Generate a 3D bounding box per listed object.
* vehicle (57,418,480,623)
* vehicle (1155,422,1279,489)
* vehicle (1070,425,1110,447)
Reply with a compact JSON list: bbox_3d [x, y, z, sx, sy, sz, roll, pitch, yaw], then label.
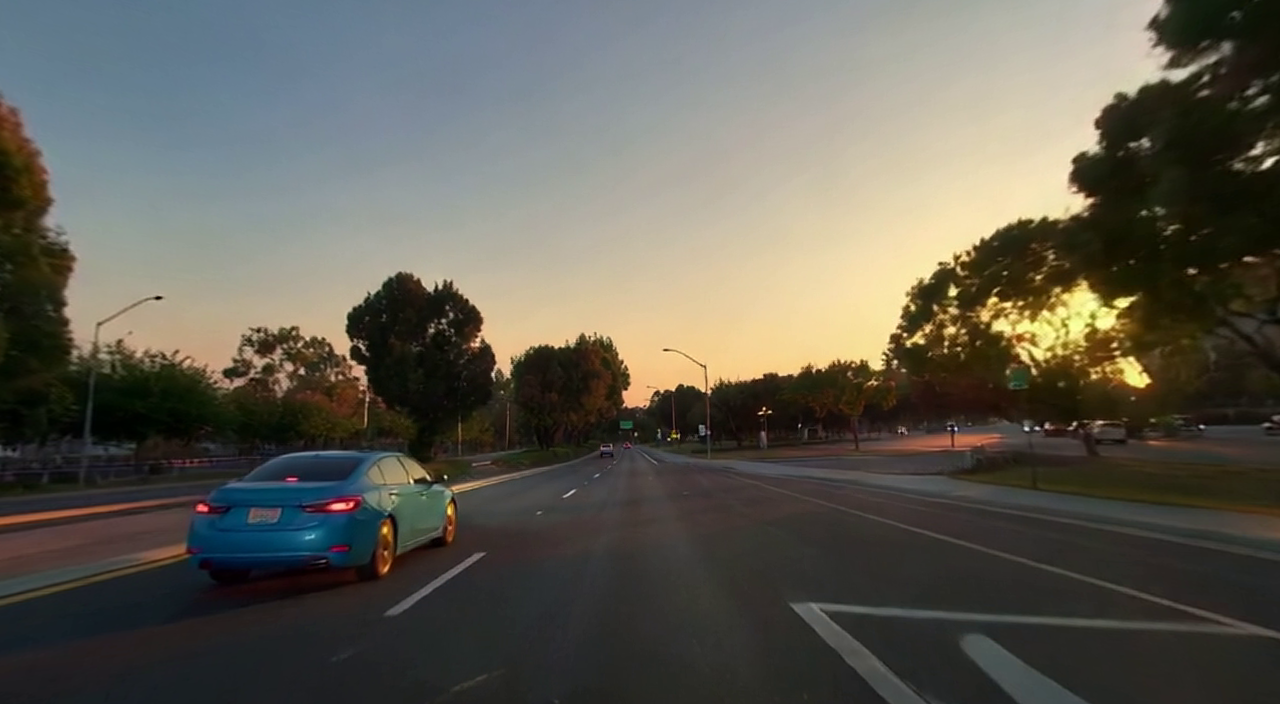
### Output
[{"bbox_3d":[-3.239,1.537,6.710,1.964,1.472,4.078,0,-9,0],"label":"vehicle"},{"bbox_3d":[15.228,2.421,14.987,4.401,1.465,1.935,0,-8,-4],"label":"vehicle"},{"bbox_3d":[31.344,5.846,44.064,1.690,1.378,3.826,-6,-9,27],"label":"vehicle"}]
